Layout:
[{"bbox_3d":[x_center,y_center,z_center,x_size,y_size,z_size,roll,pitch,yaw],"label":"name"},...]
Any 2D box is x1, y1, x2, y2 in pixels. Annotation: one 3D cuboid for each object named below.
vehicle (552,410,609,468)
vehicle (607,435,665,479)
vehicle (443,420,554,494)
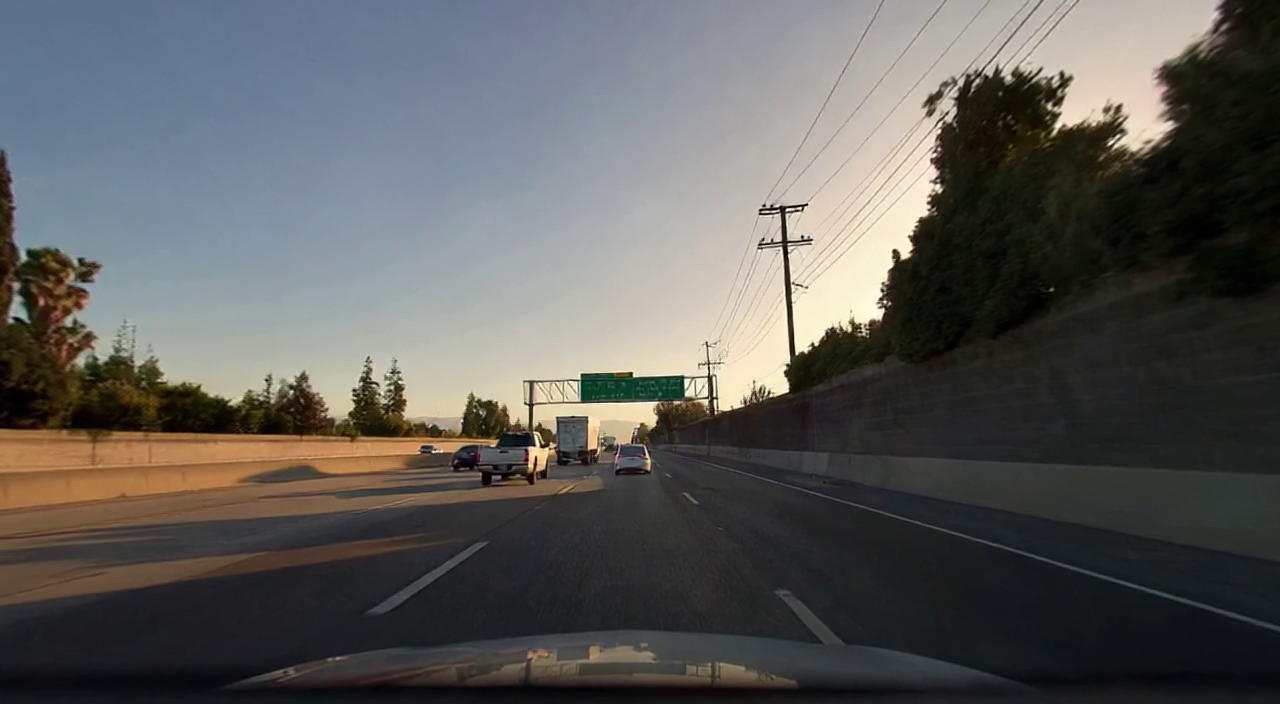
[{"bbox_3d":[-3.677,5.786,41.492,2.956,3.331,9.575,0,-9,-1],"label":"vehicle"},{"bbox_3d":[-0.158,4.285,25.970,2.178,1.640,4.071,0,-9,0],"label":"vehicle"},{"bbox_3d":[-3.902,2.998,18.269,2.109,1.840,4.614,0,-9,0],"label":"vehicle"}]
